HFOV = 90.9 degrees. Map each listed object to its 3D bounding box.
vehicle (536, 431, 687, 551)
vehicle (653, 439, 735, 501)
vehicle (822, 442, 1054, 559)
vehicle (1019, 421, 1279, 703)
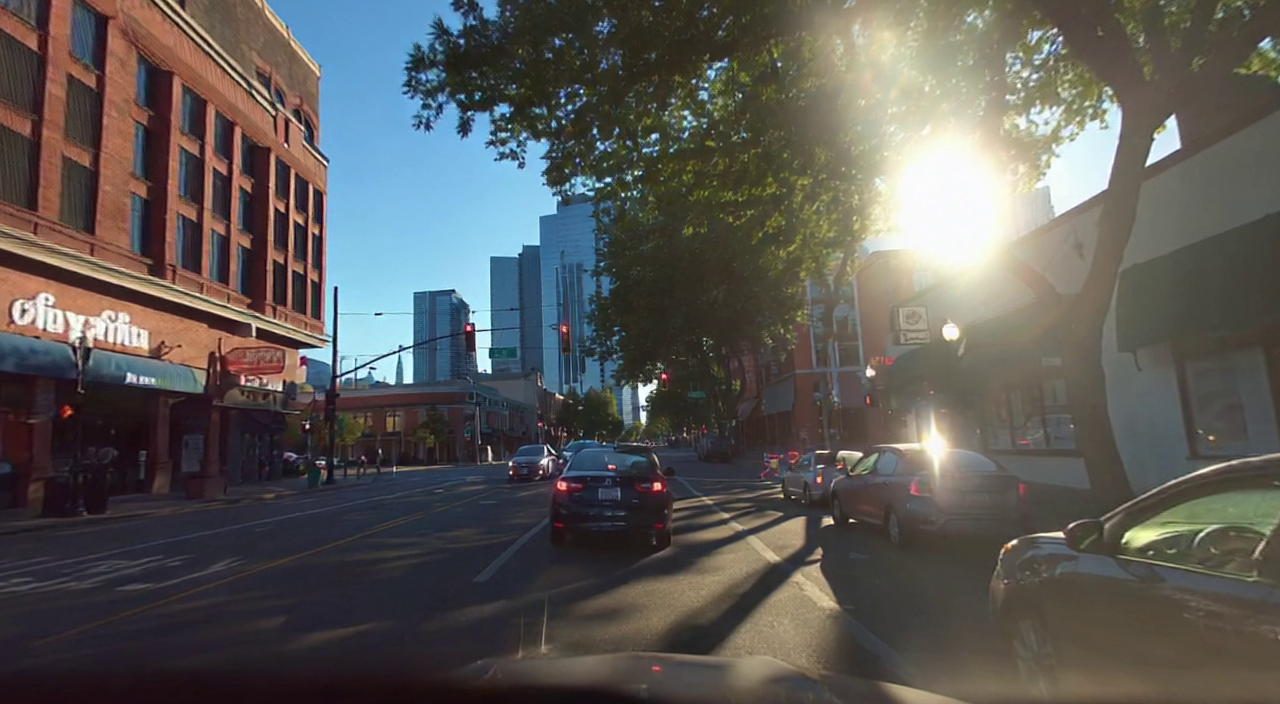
[{"bbox_3d":[-0.469,2.025,9.869,1.888,1.489,3.703,0,-8,-4],"label":"vehicle"},{"bbox_3d":[1.516,3.207,17.554,2.006,1.495,3.952,-1,-8,6],"label":"vehicle"},{"bbox_3d":[4.596,2.302,10.671,1.912,1.505,4.618,-1,-8,4],"label":"vehicle"},{"bbox_3d":[3.179,0.826,1.109,2.006,1.496,4.767,0,-9,-1],"label":"vehicle"}]
